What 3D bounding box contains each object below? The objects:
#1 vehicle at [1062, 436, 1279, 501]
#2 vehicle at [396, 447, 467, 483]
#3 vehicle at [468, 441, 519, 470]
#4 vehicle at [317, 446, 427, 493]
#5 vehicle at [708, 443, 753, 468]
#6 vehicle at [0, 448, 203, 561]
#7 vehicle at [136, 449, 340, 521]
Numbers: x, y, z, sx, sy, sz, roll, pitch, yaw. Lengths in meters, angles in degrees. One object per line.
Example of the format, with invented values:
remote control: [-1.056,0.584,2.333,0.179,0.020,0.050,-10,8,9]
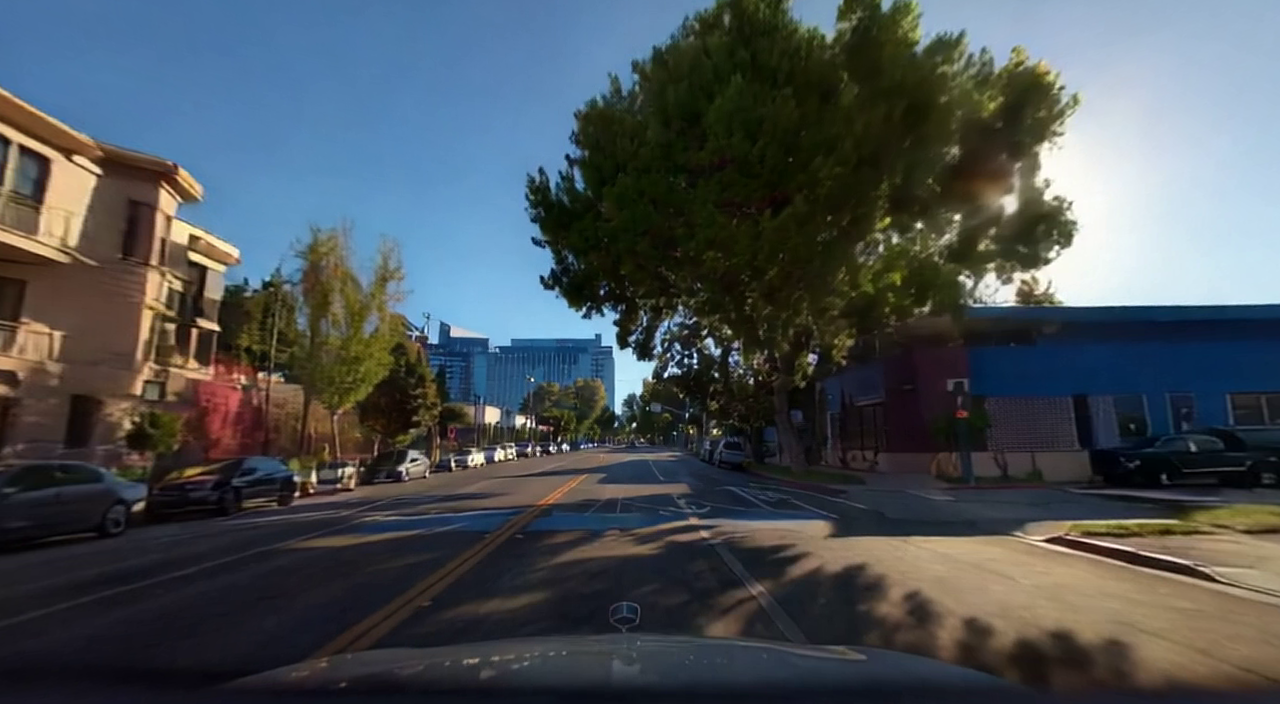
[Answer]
vehicle: [15.946,3.482,19.149,4.625,1.797,2.266,0,-8,-1]
vehicle: [-9.778,5.291,30.040,2.021,1.482,4.601,0,-8,-3]
vehicle: [-10.144,7.229,44.326,2.228,1.863,5.407,0,-8,1]
vehicle: [-10.244,4.494,24.733,1.995,1.564,5.321,0,-8,0]
vehicle: [5.877,6.777,41.595,2.038,1.482,4.994,0,-8,-2]
vehicle: [-10.026,2.421,10.573,1.918,1.535,4.834,0,-8,1]
vehicle: [-10.089,3.330,16.461,2.010,1.476,4.871,-1,-8,2]
